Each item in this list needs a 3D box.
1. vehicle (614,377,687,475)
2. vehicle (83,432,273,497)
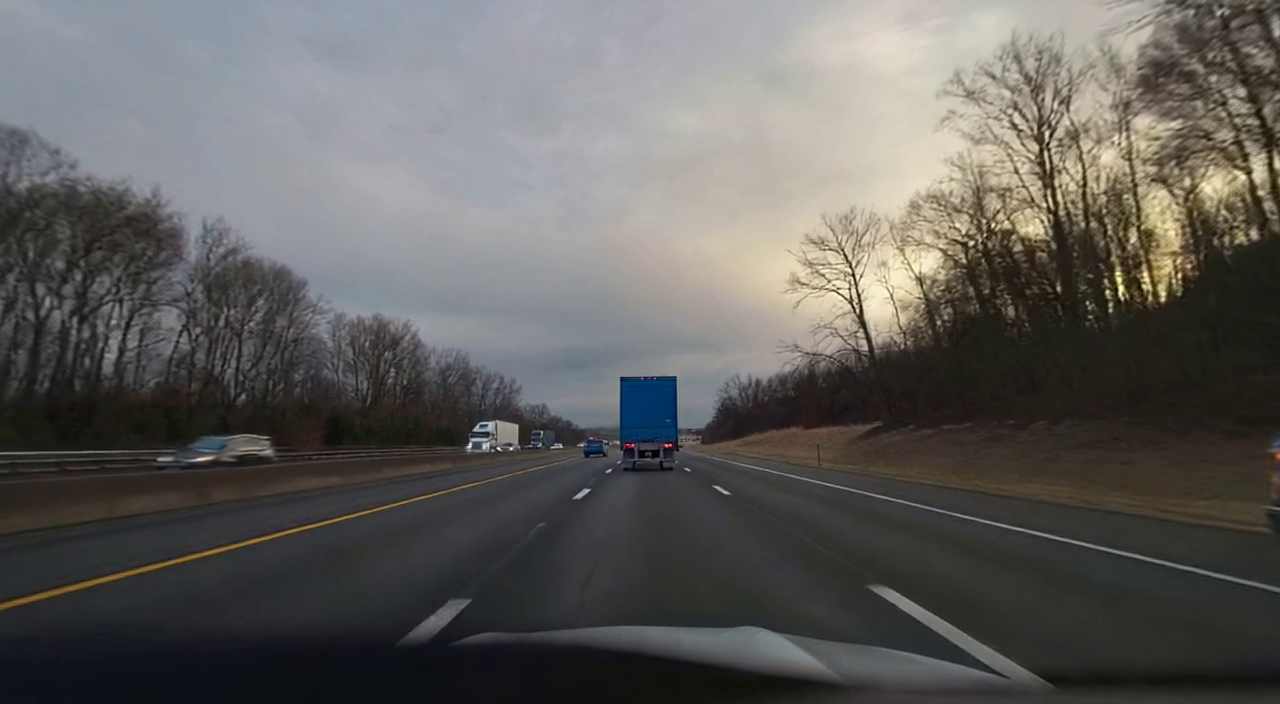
[{"bbox_3d":[0.479,3.812,31.275,3.010,4.039,10.481,0,-8,0],"label":"vehicle"},{"bbox_3d":[-13.151,3.206,18.334,2.041,1.648,4.501,0,-8,1],"label":"vehicle"}]
